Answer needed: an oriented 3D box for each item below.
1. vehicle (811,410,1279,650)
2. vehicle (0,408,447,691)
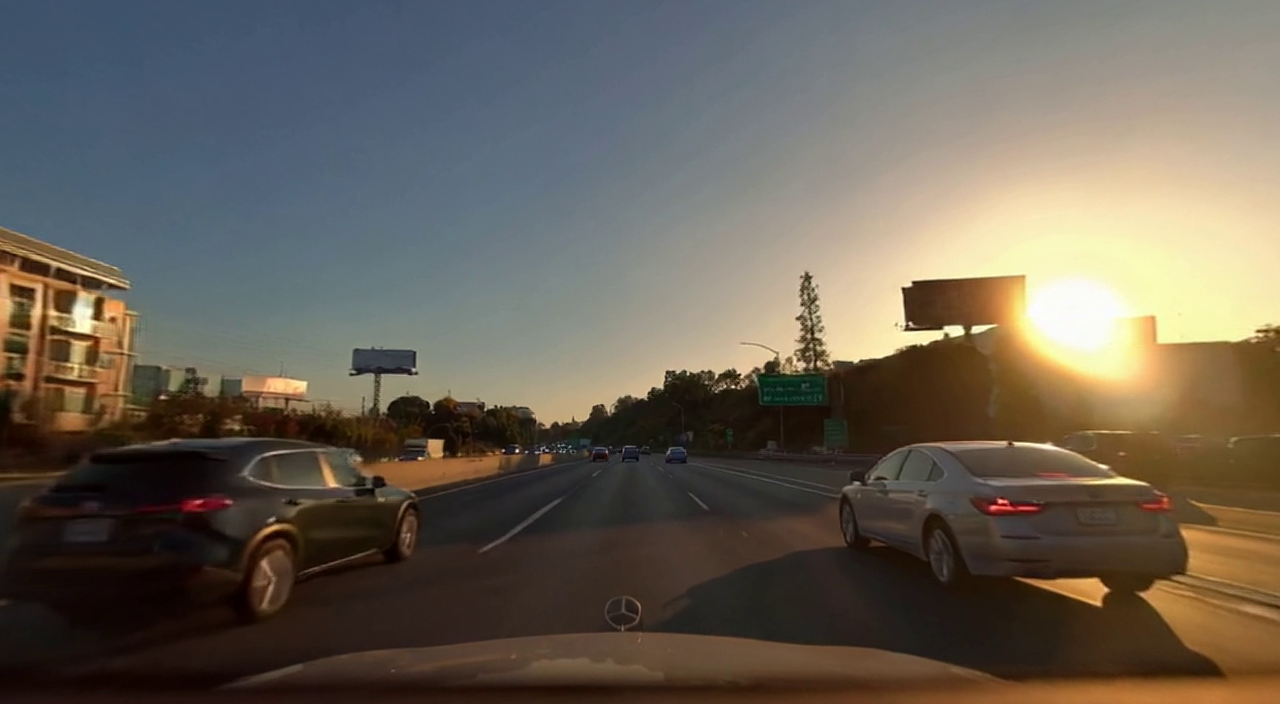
[{"bbox_3d":[3.384,1.487,6.356,1.987,1.509,4.512,0,-9,-1],"label":"vehicle"},{"bbox_3d":[-3.398,1.427,5.747,1.879,1.526,4.483,0,-9,0],"label":"vehicle"}]
